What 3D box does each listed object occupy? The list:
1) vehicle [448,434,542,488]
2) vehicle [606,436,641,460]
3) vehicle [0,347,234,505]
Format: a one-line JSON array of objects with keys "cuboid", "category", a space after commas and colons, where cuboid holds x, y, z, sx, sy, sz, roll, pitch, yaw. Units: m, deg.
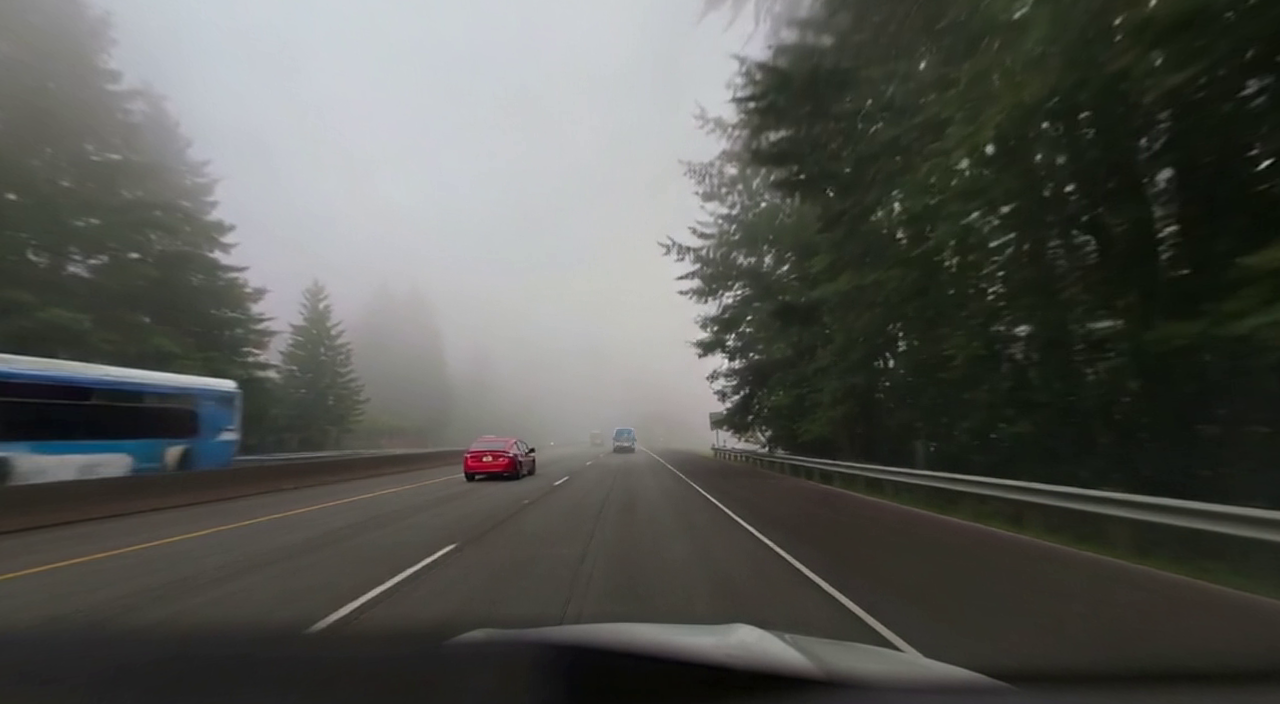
[{"cuboid": [-4.245, 3.237, 19.124, 1.907, 1.445, 4.049, 0, -8, 0], "category": "vehicle"}, {"cuboid": [-1.035, 6.185, 40.787, 2.162, 1.460, 4.242, 0, -8, -1], "category": "vehicle"}, {"cuboid": [-17.031, 2.289, 18.844, 3.018, 3.781, 10.320, 0, -8, -1], "category": "vehicle"}]
